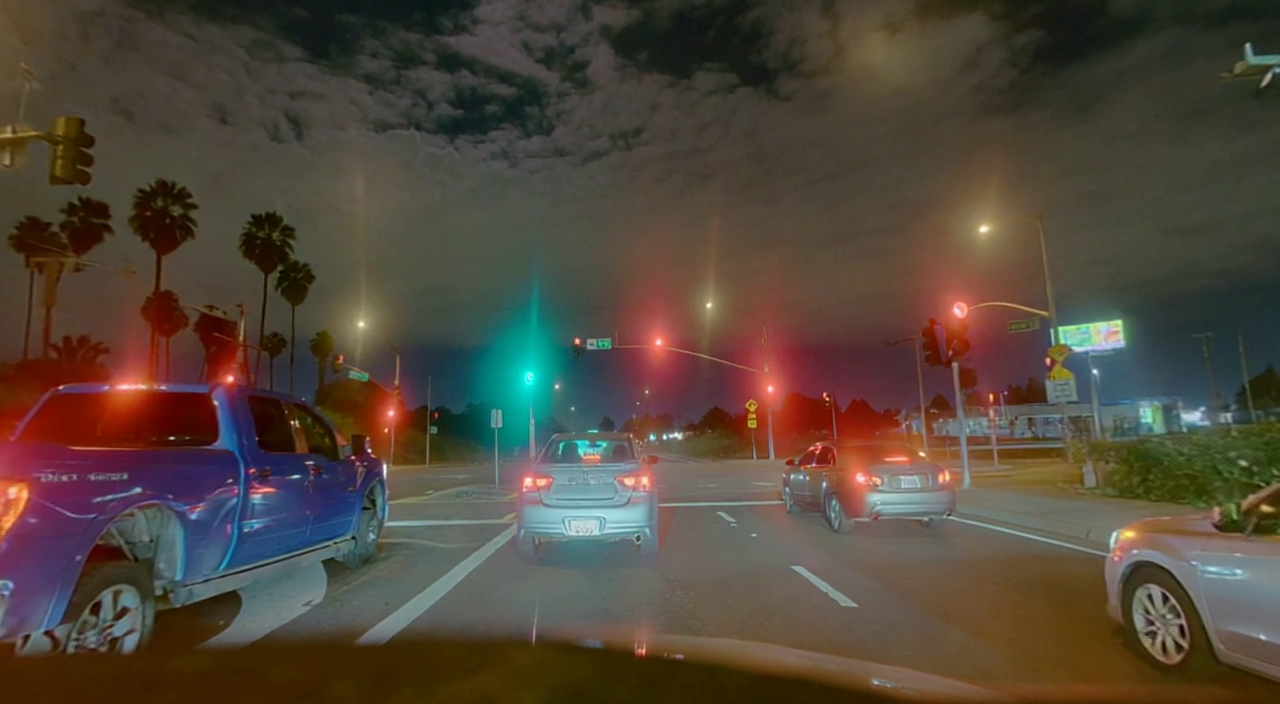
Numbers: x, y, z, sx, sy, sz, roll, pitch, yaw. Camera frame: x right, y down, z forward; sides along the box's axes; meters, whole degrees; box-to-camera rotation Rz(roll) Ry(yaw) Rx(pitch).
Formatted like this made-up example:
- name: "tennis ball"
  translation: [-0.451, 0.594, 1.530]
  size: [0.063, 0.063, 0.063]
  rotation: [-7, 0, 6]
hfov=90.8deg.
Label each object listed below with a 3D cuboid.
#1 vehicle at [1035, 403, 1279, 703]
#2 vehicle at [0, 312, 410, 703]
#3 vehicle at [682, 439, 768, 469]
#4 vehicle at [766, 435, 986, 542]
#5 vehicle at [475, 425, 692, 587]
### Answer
- name: "vehicle"
  translation: [3.890, 0.891, 2.203]
  size: [2.052, 1.496, 4.541]
  rotation: [0, -9, -1]
- name: "vehicle"
  translation: [-3.833, 1.096, 4.947]
  size: [2.078, 1.838, 5.448]
  rotation: [0, -9, -1]
- name: "vehicle"
  translation: [4.203, 5.139, 31.977]
  size: [1.878, 1.428, 4.416]
  rotation: [5, -10, -32]
- name: "vehicle"
  translation: [3.696, 2.214, 10.964]
  size: [1.965, 1.448, 4.486]
  rotation: [0, -9, -2]
- name: "vehicle"
  translation: [-0.630, 1.754, 8.056]
  size: [2.035, 1.491, 4.090]
  rotation: [0, -9, -3]
